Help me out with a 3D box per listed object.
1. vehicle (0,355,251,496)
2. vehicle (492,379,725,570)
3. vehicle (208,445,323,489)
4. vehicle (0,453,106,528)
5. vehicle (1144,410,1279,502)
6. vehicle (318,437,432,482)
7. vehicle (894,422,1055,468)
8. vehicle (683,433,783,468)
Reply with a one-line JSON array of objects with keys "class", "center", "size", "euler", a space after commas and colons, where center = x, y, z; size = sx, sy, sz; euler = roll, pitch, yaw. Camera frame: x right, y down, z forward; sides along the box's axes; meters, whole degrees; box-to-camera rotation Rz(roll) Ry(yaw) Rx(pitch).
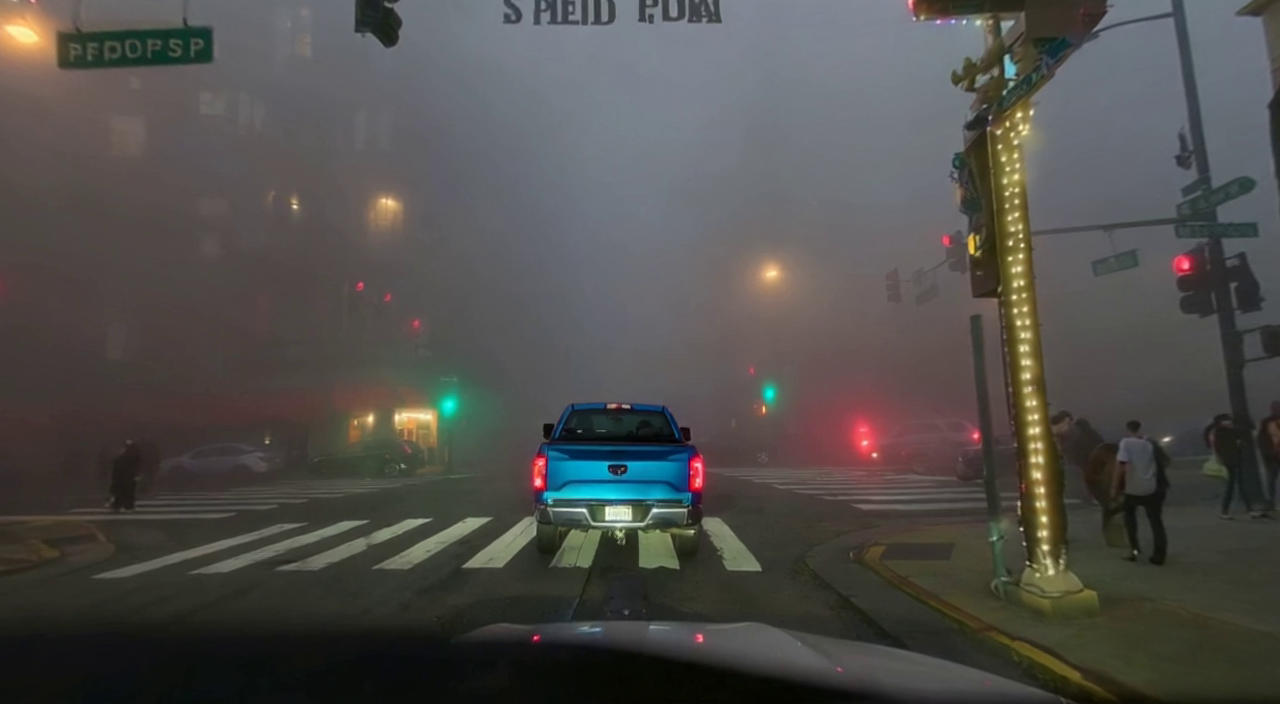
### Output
[{"class": "vehicle", "center": [-22.070, 2.675, 22.629], "size": [13.729, 4.662, 3.300], "euler": [0, -9, 0]}, {"class": "vehicle", "center": [-0.477, 1.710, 9.575], "size": [2.477, 2.020, 5.534], "euler": [0, -8, -3]}, {"class": "vehicle", "center": [-18.642, 5.706, 31.524], "size": [4.398, 2.057, 1.959], "euler": [0, -8, -2]}, {"class": "vehicle", "center": [-16.041, 3.313, 15.352], "size": [4.039, 1.654, 2.092], "euler": [0, -8, -2]}, {"class": "vehicle", "center": [13.079, 2.011, 12.513], "size": [4.082, 1.613, 2.211], "euler": [-3, -12, -1]}, {"class": "vehicle", "center": [-13.156, 5.350, 31.468], "size": [4.799, 1.909, 2.011], "euler": [-3, -7, 2]}, {"class": "vehicle", "center": [11.658, 3.272, 22.178], "size": [4.600, 1.506, 1.878], "euler": [0, -8, -2]}, {"class": "vehicle", "center": [4.316, 4.683, 29.906], "size": [4.515, 1.583, 1.920], "euler": [-1, -8, 3]}]
